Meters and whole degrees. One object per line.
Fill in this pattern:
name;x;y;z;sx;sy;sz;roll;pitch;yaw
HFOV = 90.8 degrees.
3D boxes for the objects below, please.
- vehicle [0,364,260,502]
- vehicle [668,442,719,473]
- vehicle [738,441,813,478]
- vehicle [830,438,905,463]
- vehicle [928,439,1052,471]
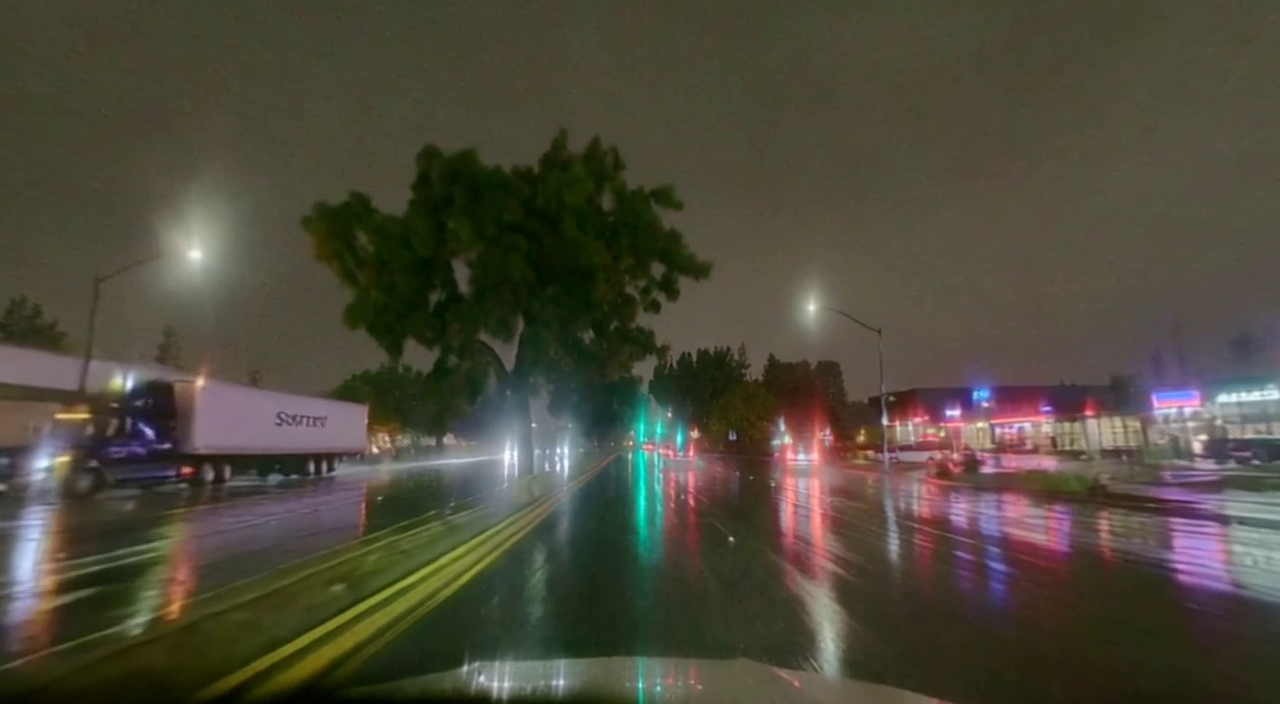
vehicle;-19.038;3.142;24.371;3.008;4.297;9.041;0;-8;0
vehicle;2.629;5.302;32.068;2.099;1.463;4.365;0;-8;-2
vehicle;5.940;4.768;28.448;2.150;1.485;4.919;0;-8;-2
vehicle;15.915;6.860;44.235;4.457;1.521;1.872;-2;-8;-3
vehicle;16.675;4.899;30.303;4.679;1.448;2.178;1;-8;-3
